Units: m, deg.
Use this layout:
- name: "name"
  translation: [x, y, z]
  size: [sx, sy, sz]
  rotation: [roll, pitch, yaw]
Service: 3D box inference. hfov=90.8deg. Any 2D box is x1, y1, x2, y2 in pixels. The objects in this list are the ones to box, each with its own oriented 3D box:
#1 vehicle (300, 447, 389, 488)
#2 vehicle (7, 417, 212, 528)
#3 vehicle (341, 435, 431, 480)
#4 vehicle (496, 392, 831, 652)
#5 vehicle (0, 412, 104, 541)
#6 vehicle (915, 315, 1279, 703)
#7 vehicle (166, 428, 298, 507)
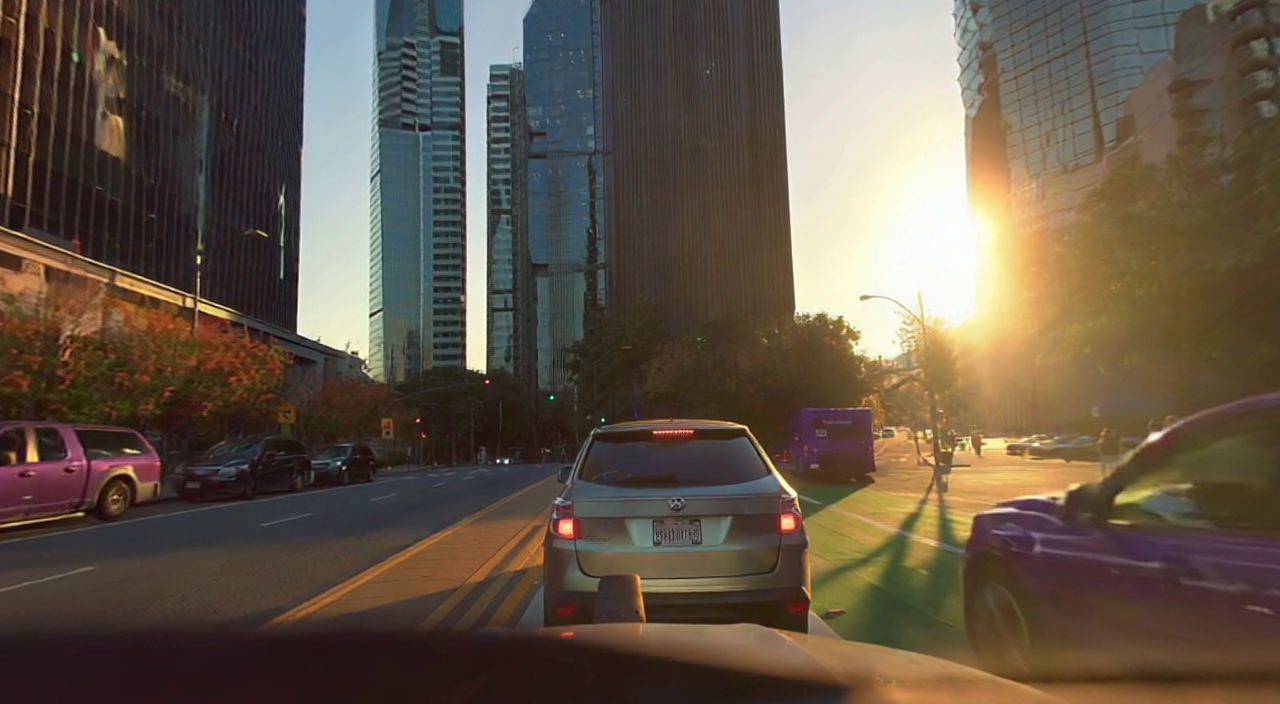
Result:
- name: "vehicle"
  translation: [-11.587, 4.500, 25.092]
  size: [1.791, 1.463, 4.210]
  rotation: [0, -9, -4]
- name: "vehicle"
  translation: [-10.872, 2.456, 13.302]
  size: [1.482, 2.019, 3.297]
  rotation: [0, -9, -4]
- name: "vehicle"
  translation: [-12.094, 5.064, 30.603]
  size: [2.338, 1.963, 5.740]
  rotation: [0, -9, -4]
- name: "vehicle"
  translation: [0.200, 1.427, 6.311]
  size: [2.192, 1.695, 4.142]
  rotation: [0, -8, 1]
- name: "vehicle"
  translation: [-10.497, 1.918, 9.756]
  size: [1.543, 1.946, 3.454]
  rotation: [1, -9, -6]
- name: "vehicle"
  translation: [2.864, 0.723, 1.598]
  size: [2.097, 1.697, 5.065]
  rotation: [0, -8, 1]
- name: "vehicle"
  translation: [-11.227, 3.166, 17.674]
  size: [1.559, 1.973, 3.419]
  rotation: [1, -9, -5]
